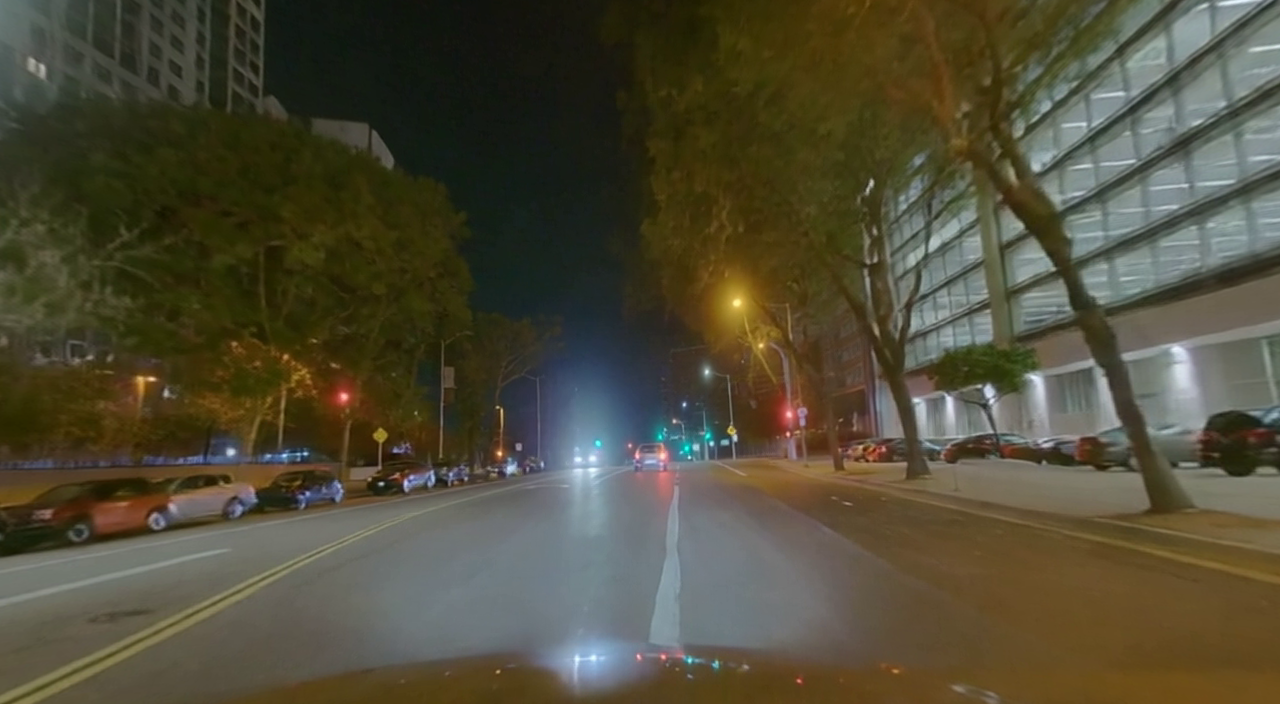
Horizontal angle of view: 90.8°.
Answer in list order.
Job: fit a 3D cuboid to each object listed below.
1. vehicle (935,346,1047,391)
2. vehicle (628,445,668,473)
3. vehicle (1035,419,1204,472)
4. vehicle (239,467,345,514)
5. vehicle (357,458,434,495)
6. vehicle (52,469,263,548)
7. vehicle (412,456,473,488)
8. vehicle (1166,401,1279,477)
[{"bbox_3d":[15.402,0.761,27.877,3.766,1.708,1.810,-1,-10,6],"label":"vehicle"},{"bbox_3d":[0.507,5.996,35.540,2.051,1.454,4.132,-1,-8,3],"label":"vehicle"},{"bbox_3d":[14.505,2.857,19.295,3.556,1.414,1.851,-2,-9,2],"label":"vehicle"},{"bbox_3d":[-12.721,5.044,23.367,1.646,1.462,3.740,0,-8,2],"label":"vehicle"},{"bbox_3d":[-12.263,6.242,31.975,1.997,1.668,4.084,-1,-8,5],"label":"vehicle"},{"bbox_3d":[-12.932,4.173,17.422,1.984,1.635,4.525,-4,-9,5],"label":"vehicle"},{"bbox_3d":[-11.871,7.220,38.334,2.016,1.627,4.742,-2,-8,3],"label":"vehicle"},{"bbox_3d":[15.241,1.792,14.119,4.750,1.519,2.276,-5,-9,2],"label":"vehicle"}]
